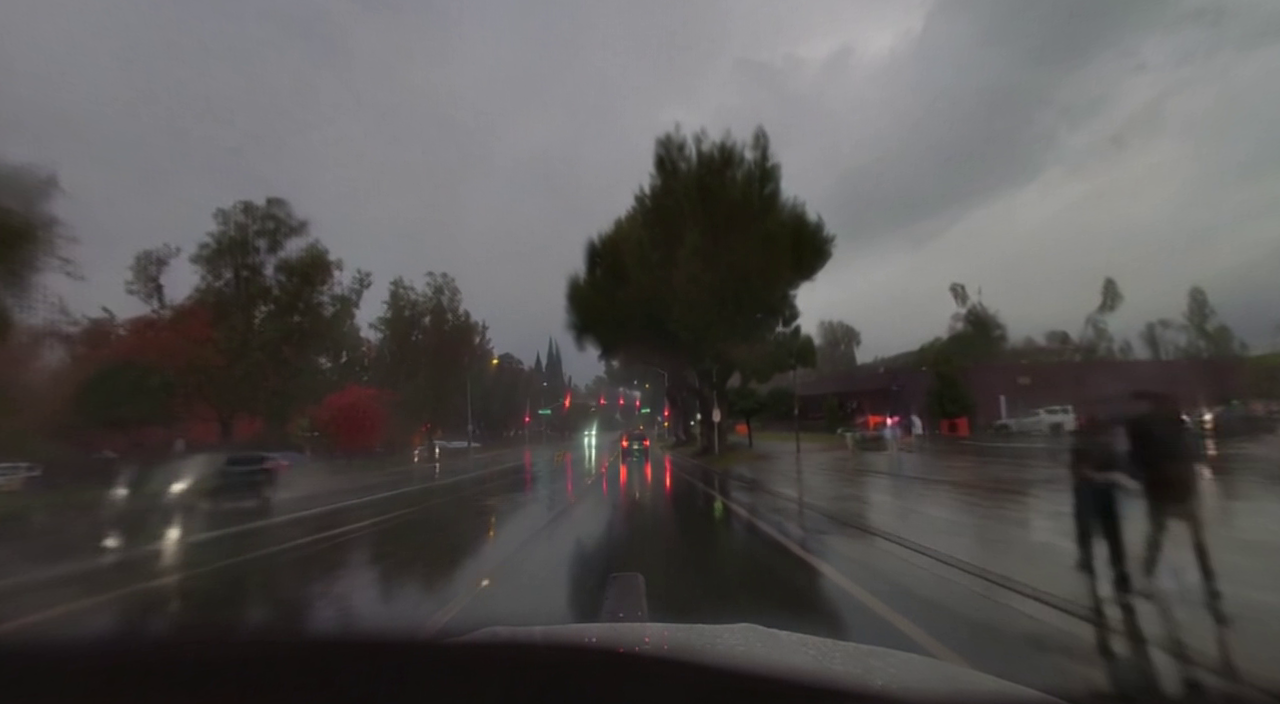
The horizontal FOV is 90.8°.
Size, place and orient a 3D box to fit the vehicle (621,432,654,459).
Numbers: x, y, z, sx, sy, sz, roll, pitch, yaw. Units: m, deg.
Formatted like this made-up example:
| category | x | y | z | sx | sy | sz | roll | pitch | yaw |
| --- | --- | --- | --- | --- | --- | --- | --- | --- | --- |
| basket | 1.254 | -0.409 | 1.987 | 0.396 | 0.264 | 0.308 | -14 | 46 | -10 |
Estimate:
| category | x | y | z | sx | sy | sz | roll | pitch | yaw |
| --- | --- | --- | --- | --- | --- | --- | --- | --- | --- |
| vehicle | -0.194 | 6.727 | 45.407 | 2.228 | 1.790 | 4.180 | 0 | -9 | -1 |

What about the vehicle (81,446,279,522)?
| category | x | y | z | sx | sy | sz | roll | pitch | yaw |
| --- | --- | --- | --- | --- | --- | --- | --- | --- | --- |
| vehicle | -11.937 | 3.400 | 16.882 | 2.117 | 1.724 | 4.366 | 0 | -8 | -3 |
